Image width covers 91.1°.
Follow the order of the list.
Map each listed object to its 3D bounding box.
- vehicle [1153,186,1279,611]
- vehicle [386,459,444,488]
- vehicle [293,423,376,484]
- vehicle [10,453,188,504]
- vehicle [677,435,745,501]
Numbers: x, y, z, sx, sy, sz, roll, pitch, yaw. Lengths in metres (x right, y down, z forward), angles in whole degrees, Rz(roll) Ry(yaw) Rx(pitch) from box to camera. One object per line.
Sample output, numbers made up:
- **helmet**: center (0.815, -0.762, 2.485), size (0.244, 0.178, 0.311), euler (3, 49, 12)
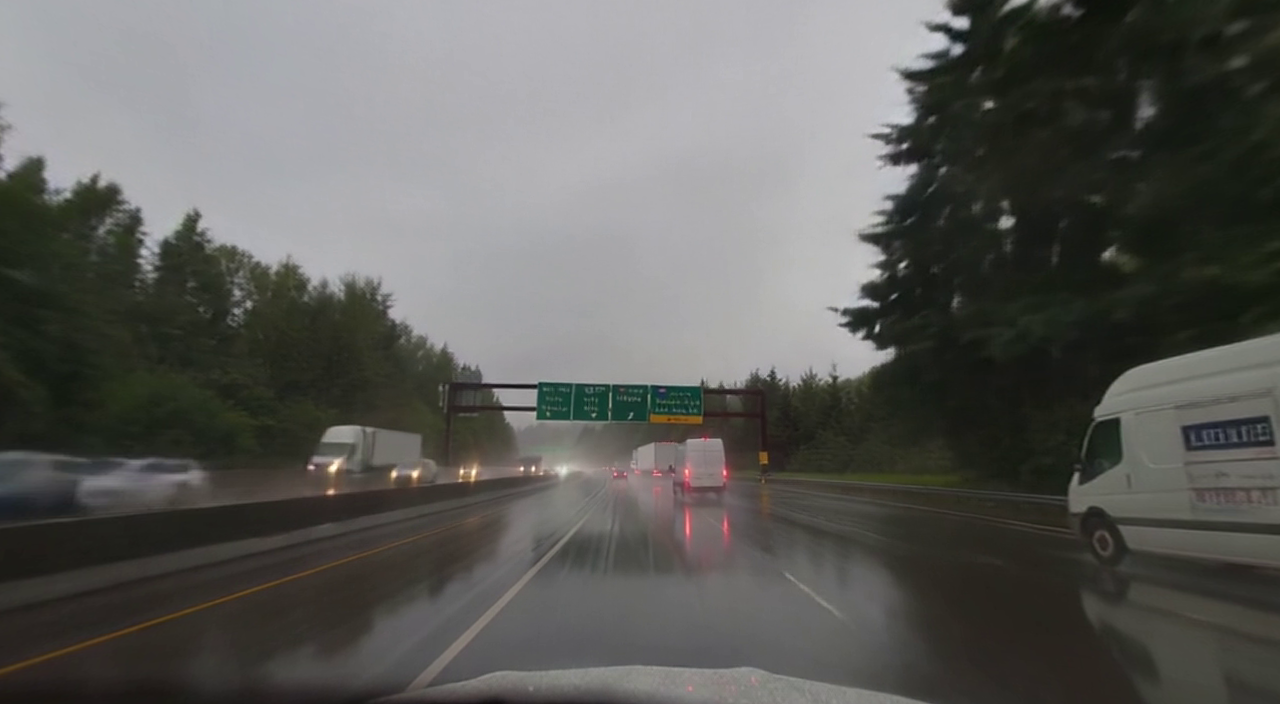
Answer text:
- **vehicle**: center (7.667, -0.613, 0.268), size (2.866, 4.102, 14.351), euler (1, -10, 0)
- **vehicle**: center (-14.298, 7.771, 40.264), size (1.996, 1.658, 4.607), euler (1, -10, 0)
- **vehicle**: center (-21.760, 7.368, 45.199), size (2.923, 3.992, 5.858), euler (1, -10, -1)
- **vehicle**: center (-17.531, 4.136, 20.714), size (1.875, 1.453, 4.480), euler (1, -10, -1)
- **vehicle**: center (3.033, 5.204, 28.223), size (2.291, 2.639, 5.280), euler (1, -10, -2)
